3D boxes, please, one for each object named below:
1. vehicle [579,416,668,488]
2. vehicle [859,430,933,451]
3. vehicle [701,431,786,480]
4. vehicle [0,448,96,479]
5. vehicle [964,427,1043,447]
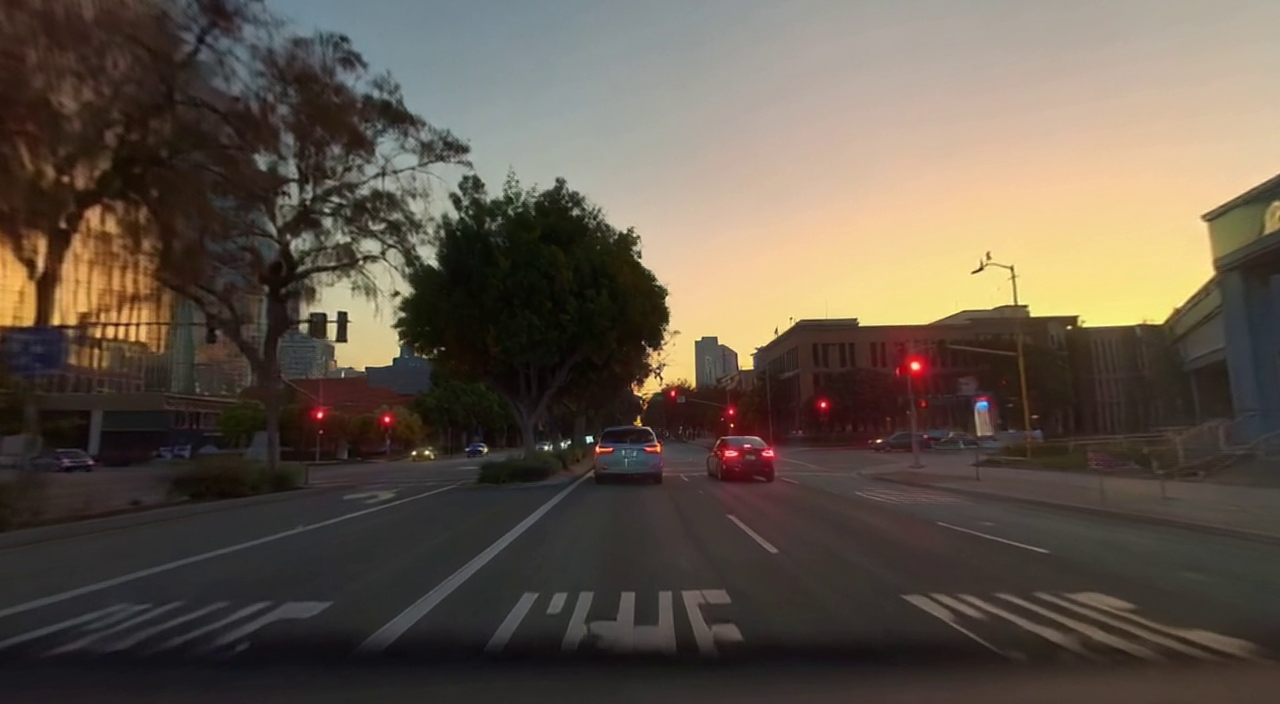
[{"bbox_3d":[-0.436,2.935,18.739,2.313,1.860,4.319,0,-8,0],"label":"vehicle"},{"bbox_3d":[19.416,6.717,48.017,4.851,1.517,1.720,0,-8,-2],"label":"vehicle"},{"bbox_3d":[3.408,3.515,21.706,2.080,1.472,4.401,0,-8,-1],"label":"vehicle"},{"bbox_3d":[-39.688,7.451,42.258,4.610,1.691,2.034,-3,-8,-2],"label":"vehicle"},{"bbox_3d":[27.561,6.477,47.993,4.766,1.462,1.872,0,-8,0],"label":"vehicle"}]
